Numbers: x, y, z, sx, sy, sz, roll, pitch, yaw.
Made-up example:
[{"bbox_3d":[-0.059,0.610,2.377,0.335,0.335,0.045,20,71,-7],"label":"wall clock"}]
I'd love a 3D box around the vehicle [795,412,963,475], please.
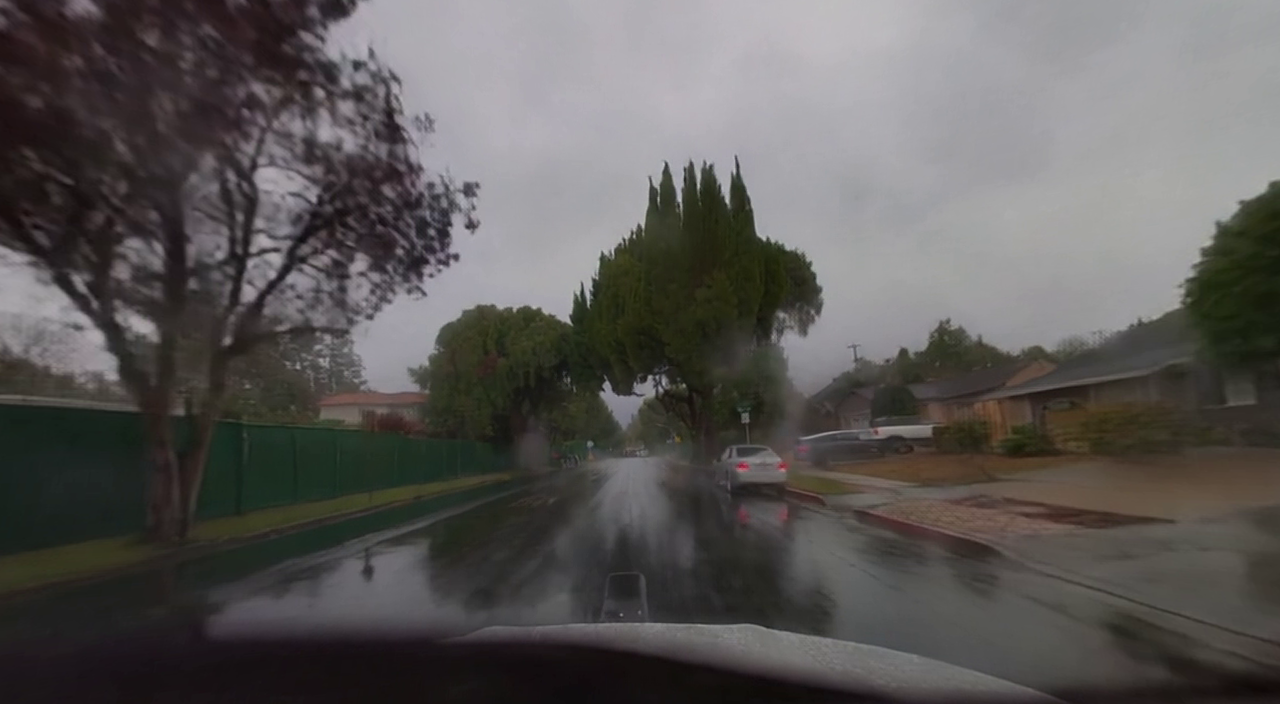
[{"bbox_3d":[9.780,3.820,26.309,5.935,1.911,2.236,-6,-10,-1],"label":"vehicle"}]

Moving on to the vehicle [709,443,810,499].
[{"bbox_3d":[3.640,3.733,20.265,2.051,1.524,5.047,0,-9,-2],"label":"vehicle"}]
